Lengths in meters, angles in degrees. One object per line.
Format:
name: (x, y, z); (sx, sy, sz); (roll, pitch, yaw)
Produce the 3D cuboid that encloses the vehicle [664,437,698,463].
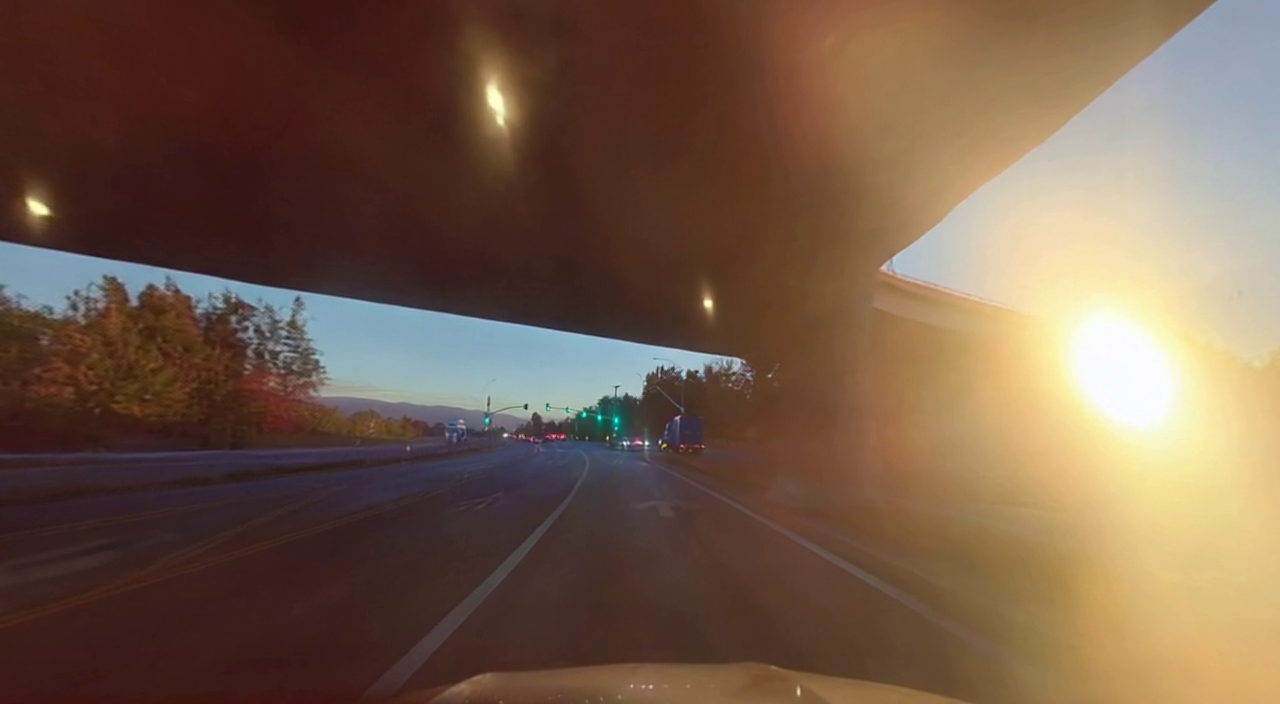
vehicle: (2.515, 5.974, 38.490); (1.947, 1.475, 3.962); (-1, -8, 5)
